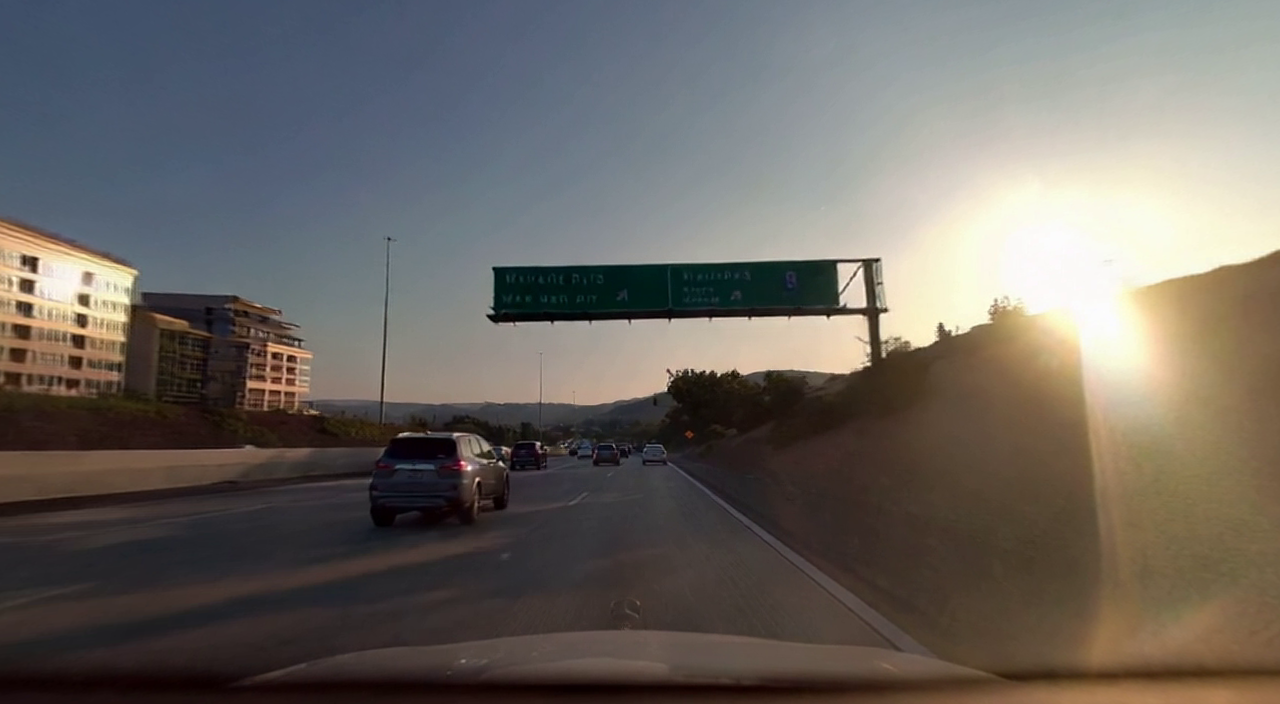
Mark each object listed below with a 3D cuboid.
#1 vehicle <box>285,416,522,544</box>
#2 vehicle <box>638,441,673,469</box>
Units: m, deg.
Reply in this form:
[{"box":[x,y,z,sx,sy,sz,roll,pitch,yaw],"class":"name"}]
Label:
[{"box":[-3.673,2.097,11.049,2.136,1.718,4.873,0,-8,2],"class":"vehicle"},{"box":[0.957,6.631,40.898,2.135,1.697,4.757,0,-8,0],"class":"vehicle"}]
